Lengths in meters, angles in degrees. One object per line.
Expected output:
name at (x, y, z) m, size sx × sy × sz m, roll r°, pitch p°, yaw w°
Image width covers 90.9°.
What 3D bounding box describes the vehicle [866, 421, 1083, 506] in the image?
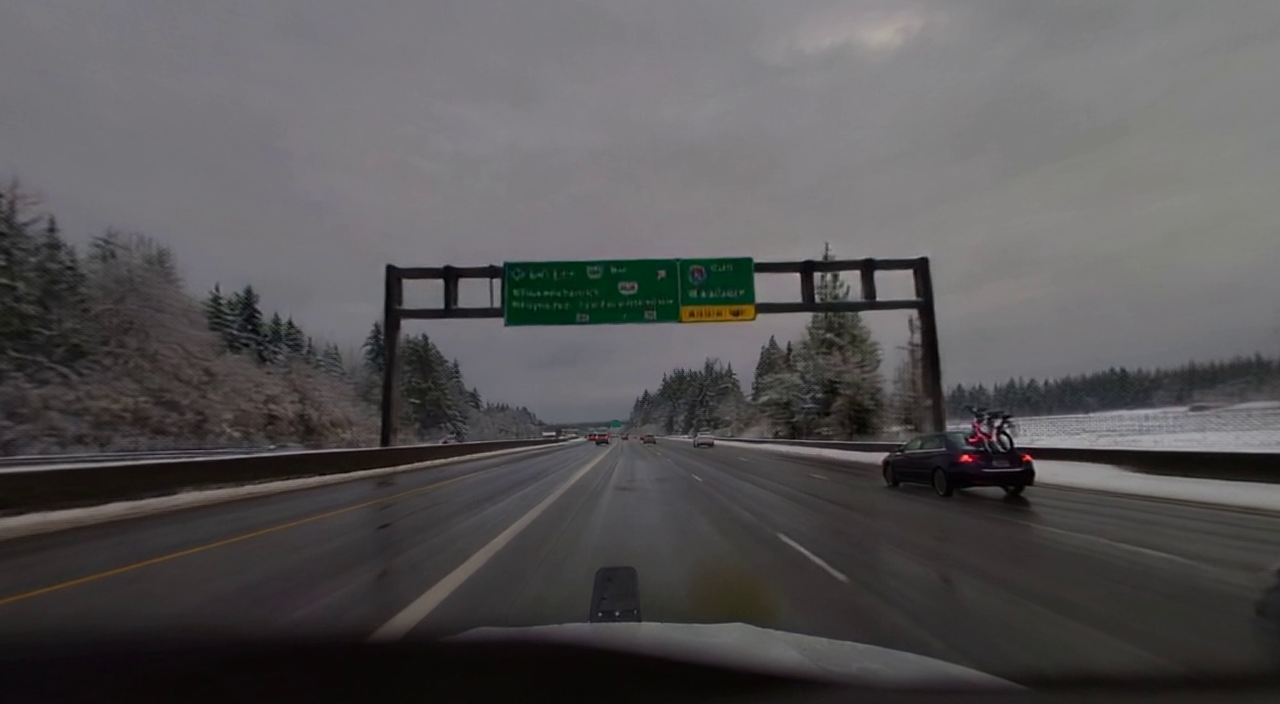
vehicle at (6.944, 2.337, 13.858) m, size 2.034 × 1.511 × 4.785 m, roll 0°, pitch -7°, yaw -2°
